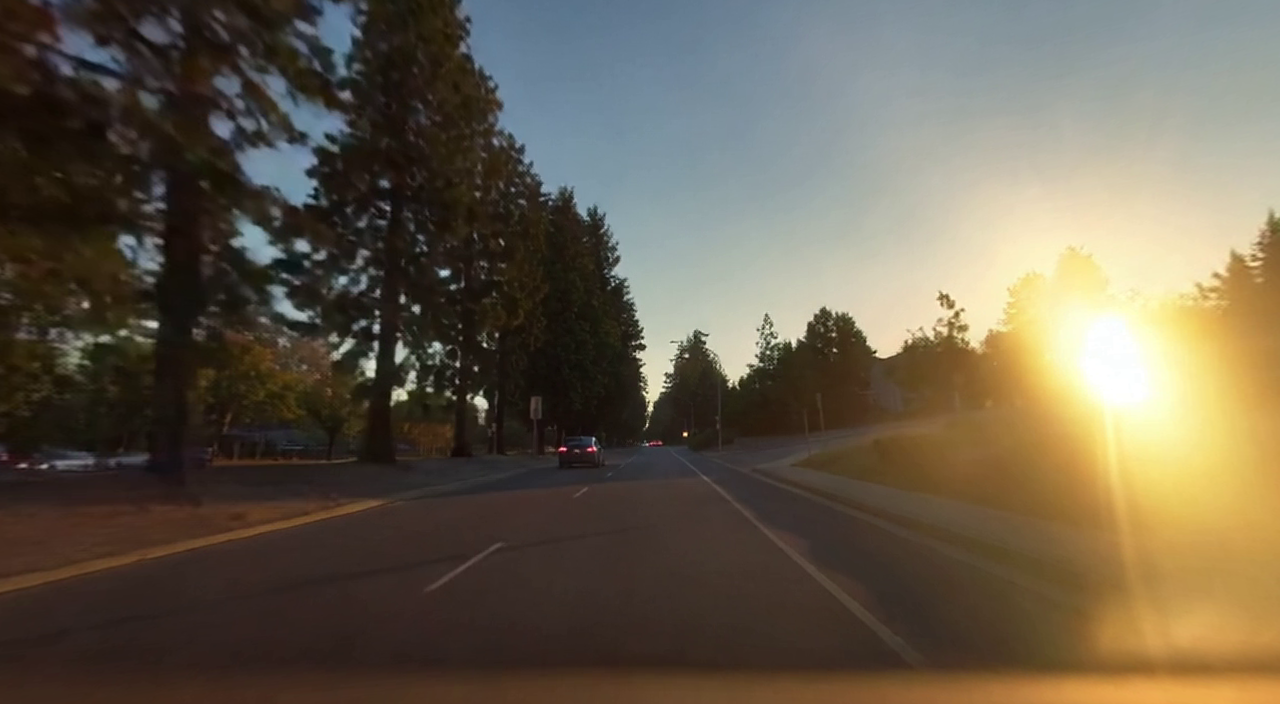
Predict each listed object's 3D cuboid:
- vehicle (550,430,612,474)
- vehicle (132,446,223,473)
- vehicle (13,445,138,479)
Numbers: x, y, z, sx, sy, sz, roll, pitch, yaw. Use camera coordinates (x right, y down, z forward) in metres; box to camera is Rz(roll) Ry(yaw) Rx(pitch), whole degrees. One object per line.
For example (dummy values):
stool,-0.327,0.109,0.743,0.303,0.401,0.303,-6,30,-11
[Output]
vehicle,-2.391,4.202,26.722,2.016,1.694,4.335,0,-8,2
vehicle,-28.475,6.626,39.040,1.866,1.479,4.731,0,-8,4
vehicle,-28.987,5.626,32.623,1.845,1.513,4.993,-3,-8,1
